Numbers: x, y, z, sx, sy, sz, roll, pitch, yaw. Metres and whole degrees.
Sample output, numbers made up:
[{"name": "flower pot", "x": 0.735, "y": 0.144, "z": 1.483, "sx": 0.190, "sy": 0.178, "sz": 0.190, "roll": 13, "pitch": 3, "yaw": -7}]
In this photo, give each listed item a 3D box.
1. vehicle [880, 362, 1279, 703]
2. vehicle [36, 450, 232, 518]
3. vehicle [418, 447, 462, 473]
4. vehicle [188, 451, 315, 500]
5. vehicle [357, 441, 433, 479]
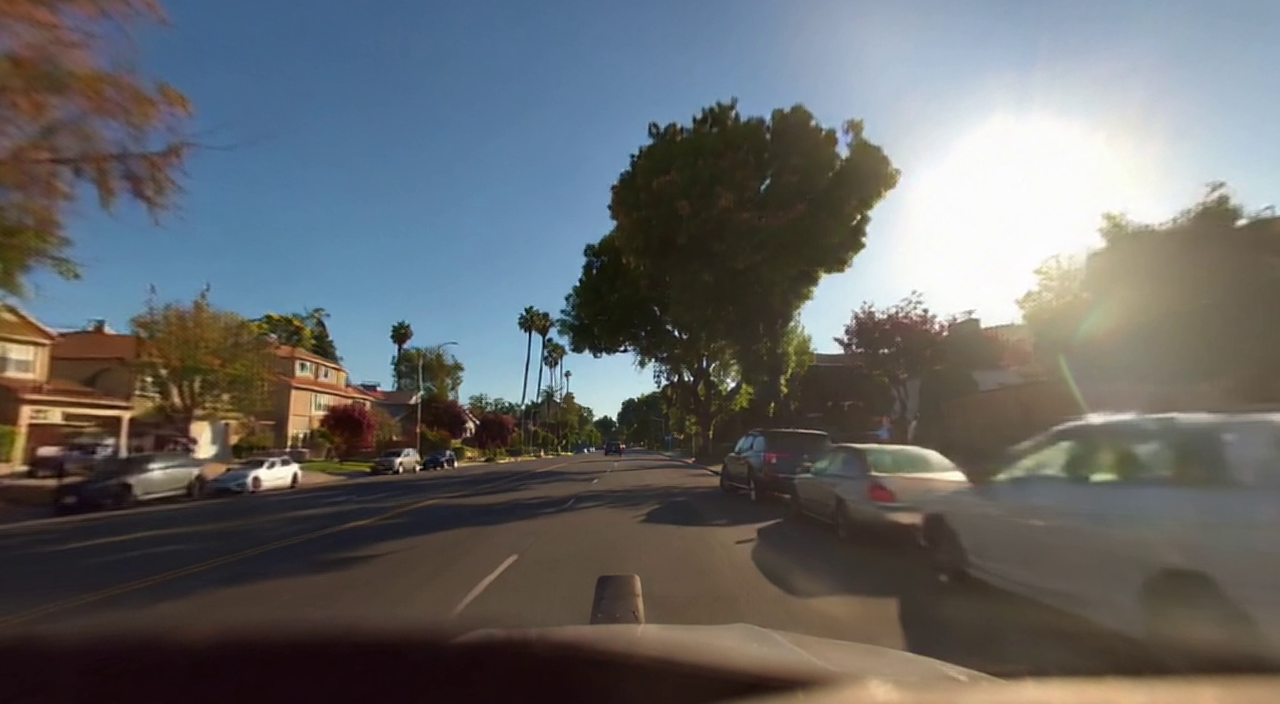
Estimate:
[{"name": "vehicle", "x": 3.679, "y": 1.186, "z": 4.559, "sx": 2.010, "sy": 1.696, "sz": 4.613, "roll": 0, "pitch": -9, "yaw": -1}, {"name": "vehicle", "x": -13.761, "y": 3.559, "z": 17.628, "sx": 1.970, "sy": 1.525, "sz": 4.420, "roll": 0, "pitch": -7, "yaw": -3}, {"name": "vehicle", "x": -14.397, "y": 7.760, "z": 45.707, "sx": 1.890, "sy": 1.568, "sz": 4.444, "roll": -2, "pitch": -7, "yaw": -2}, {"name": "vehicle", "x": -13.891, "y": 4.394, "z": 22.924, "sx": 1.916, "sy": 1.459, "sz": 4.222, "roll": -1, "pitch": -8, "yaw": 0}, {"name": "vehicle", "x": -14.145, "y": 6.240, "z": 36.923, "sx": 2.245, "sy": 1.904, "sz": 5.805, "roll": -1, "pitch": -7, "yaw": -2}]
